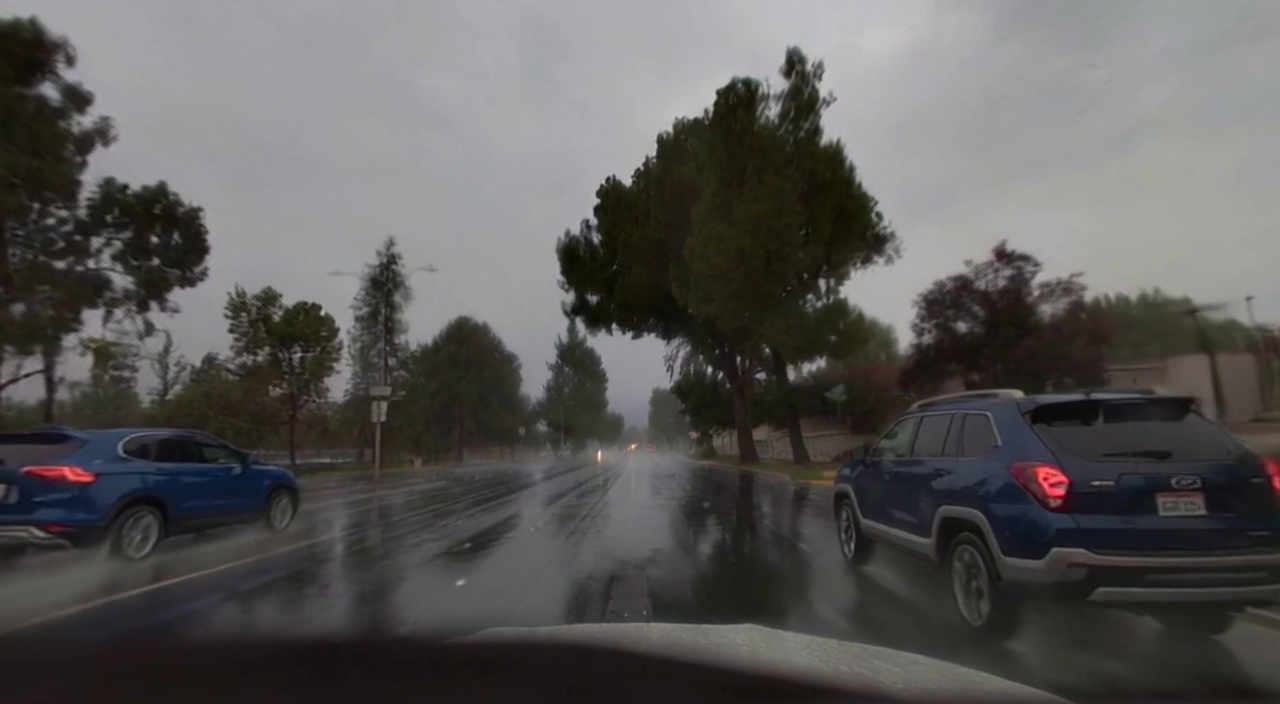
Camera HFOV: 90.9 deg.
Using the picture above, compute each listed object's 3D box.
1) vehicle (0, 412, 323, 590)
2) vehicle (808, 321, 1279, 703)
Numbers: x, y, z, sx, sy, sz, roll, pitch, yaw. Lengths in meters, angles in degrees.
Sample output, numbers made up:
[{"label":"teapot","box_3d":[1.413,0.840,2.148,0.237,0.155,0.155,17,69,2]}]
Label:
[{"label":"vehicle","box_3d":[-6.542,1.796,8.507,2.069,1.690,4.837,0,-9,-1]},{"label":"vehicle","box_3d":[2.931,1.090,4.733,2.047,1.768,4.607,0,-9,0]}]
